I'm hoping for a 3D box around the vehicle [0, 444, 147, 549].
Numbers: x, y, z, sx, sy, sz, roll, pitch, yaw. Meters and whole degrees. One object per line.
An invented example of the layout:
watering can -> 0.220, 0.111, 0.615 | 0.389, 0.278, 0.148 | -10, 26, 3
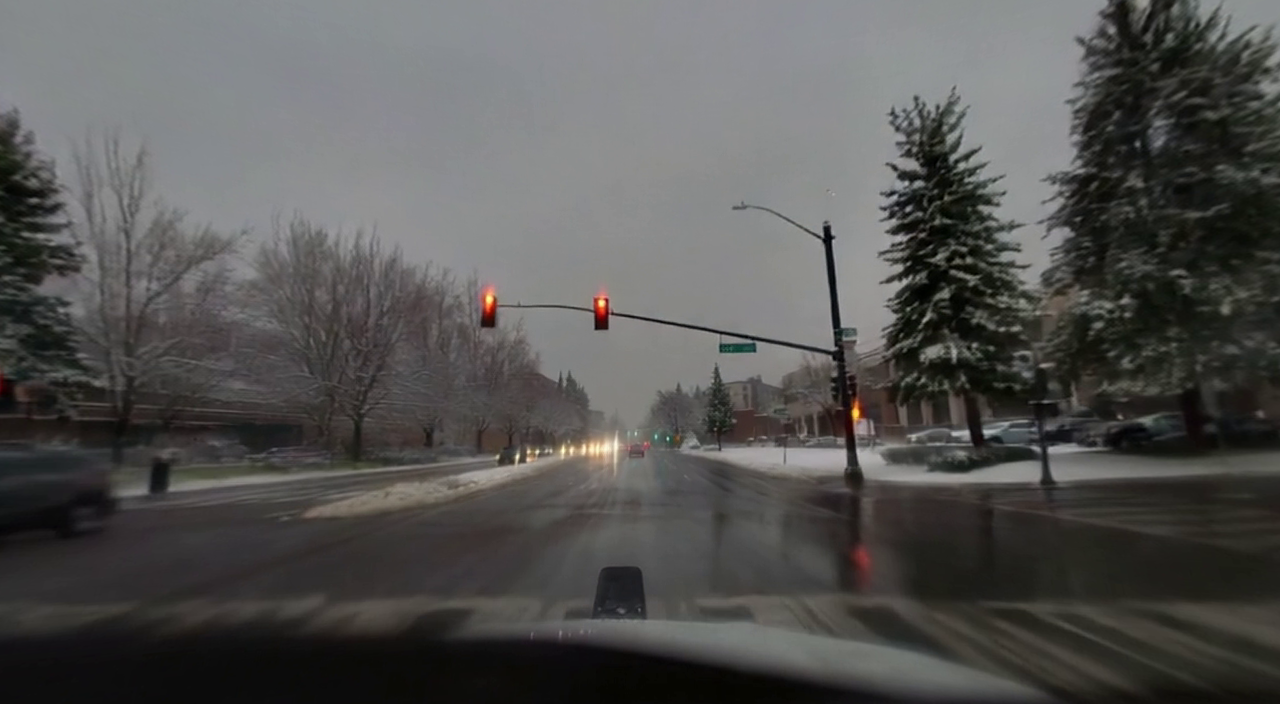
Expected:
vehicle -> -11.170, 2.440, 10.900 | 1.893, 1.654, 4.127 | -1, -9, 1
